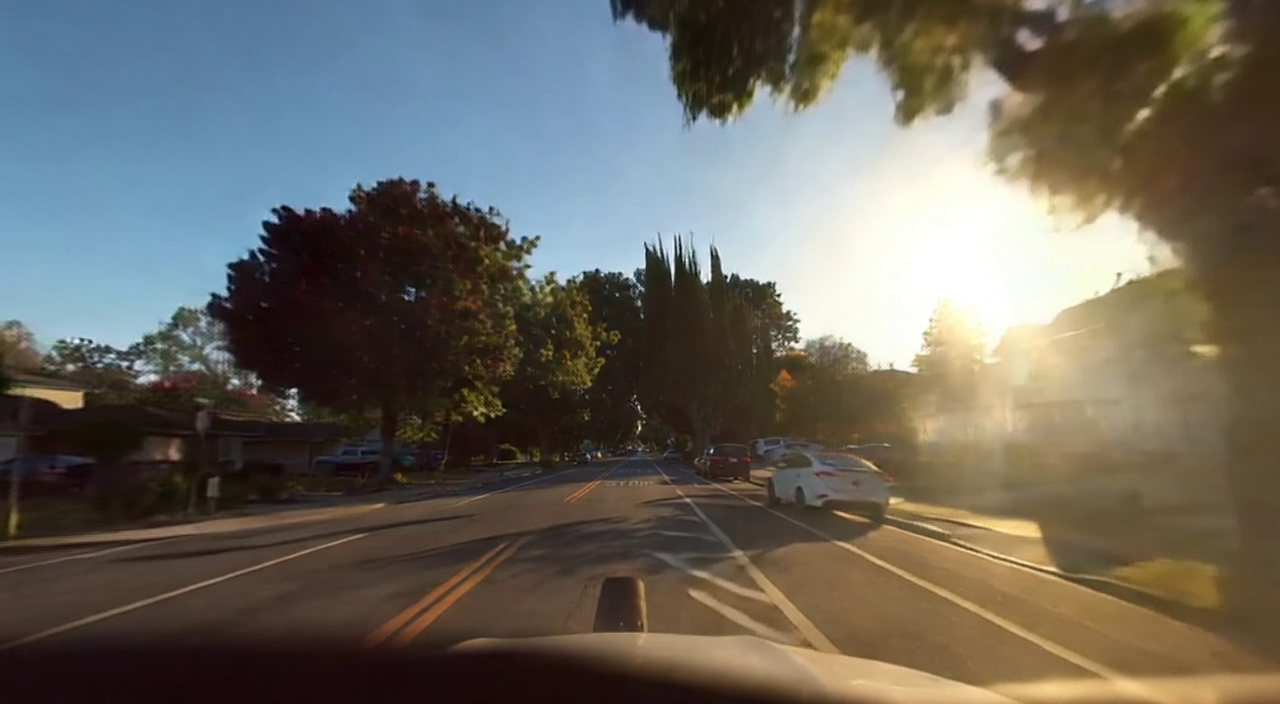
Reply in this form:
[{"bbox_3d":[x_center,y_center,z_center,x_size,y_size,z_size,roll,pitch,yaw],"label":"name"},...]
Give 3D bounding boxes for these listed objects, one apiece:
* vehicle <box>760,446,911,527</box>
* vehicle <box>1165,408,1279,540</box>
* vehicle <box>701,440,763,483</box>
[{"bbox_3d":[4.022,2.814,13.810,1.940,1.470,4.101,0,-9,-1],"label":"vehicle"},{"bbox_3d":[10.808,1.615,9.367,4.220,1.714,2.070,-5,-8,-7],"label":"vehicle"},{"bbox_3d":[4.061,4.942,28.757,2.032,1.792,4.849,0,-9,0],"label":"vehicle"}]
